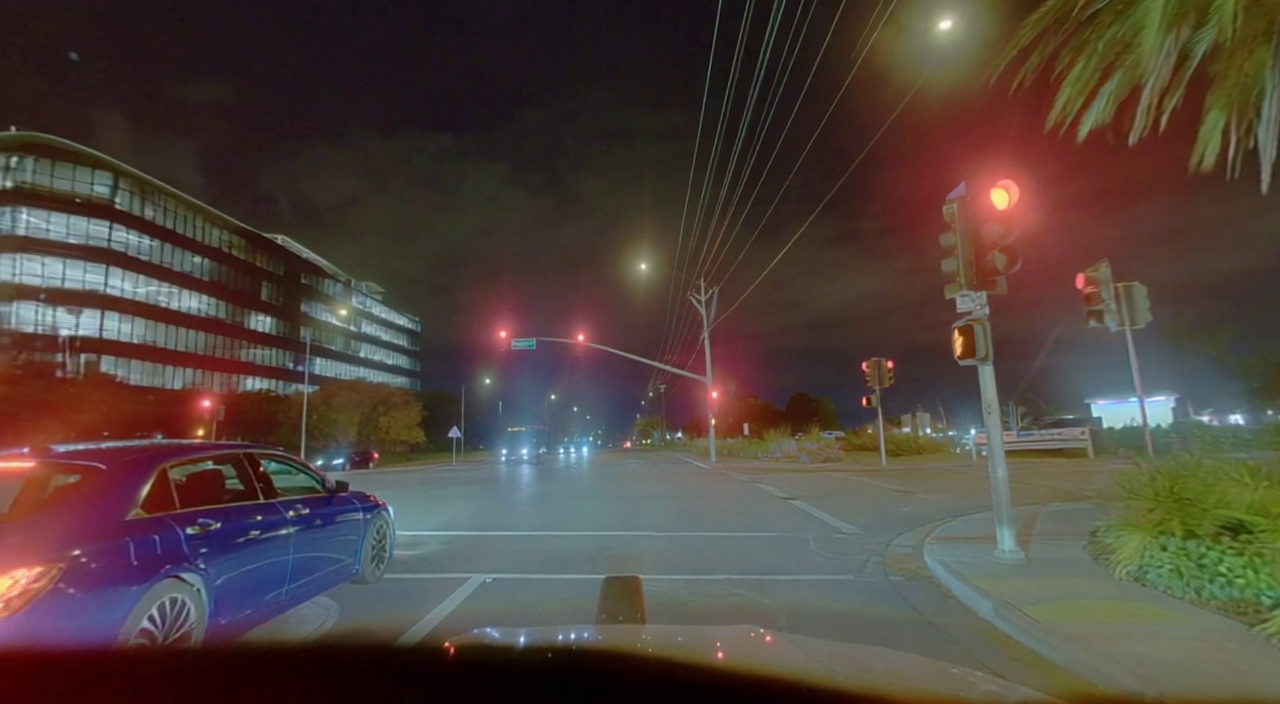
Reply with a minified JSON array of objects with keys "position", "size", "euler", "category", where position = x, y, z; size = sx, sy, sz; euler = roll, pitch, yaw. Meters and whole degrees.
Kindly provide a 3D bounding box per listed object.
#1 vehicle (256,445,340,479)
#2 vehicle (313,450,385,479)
[{"position":[-19.080,6.117,35.369],"size":[2.017,1.739,4.569],"euler":[0,-9,2],"category":"vehicle"},{"position":[-15.362,5.927,33.482],"size":[1.875,1.389,3.784],"euler":[0,-9,3],"category":"vehicle"}]
